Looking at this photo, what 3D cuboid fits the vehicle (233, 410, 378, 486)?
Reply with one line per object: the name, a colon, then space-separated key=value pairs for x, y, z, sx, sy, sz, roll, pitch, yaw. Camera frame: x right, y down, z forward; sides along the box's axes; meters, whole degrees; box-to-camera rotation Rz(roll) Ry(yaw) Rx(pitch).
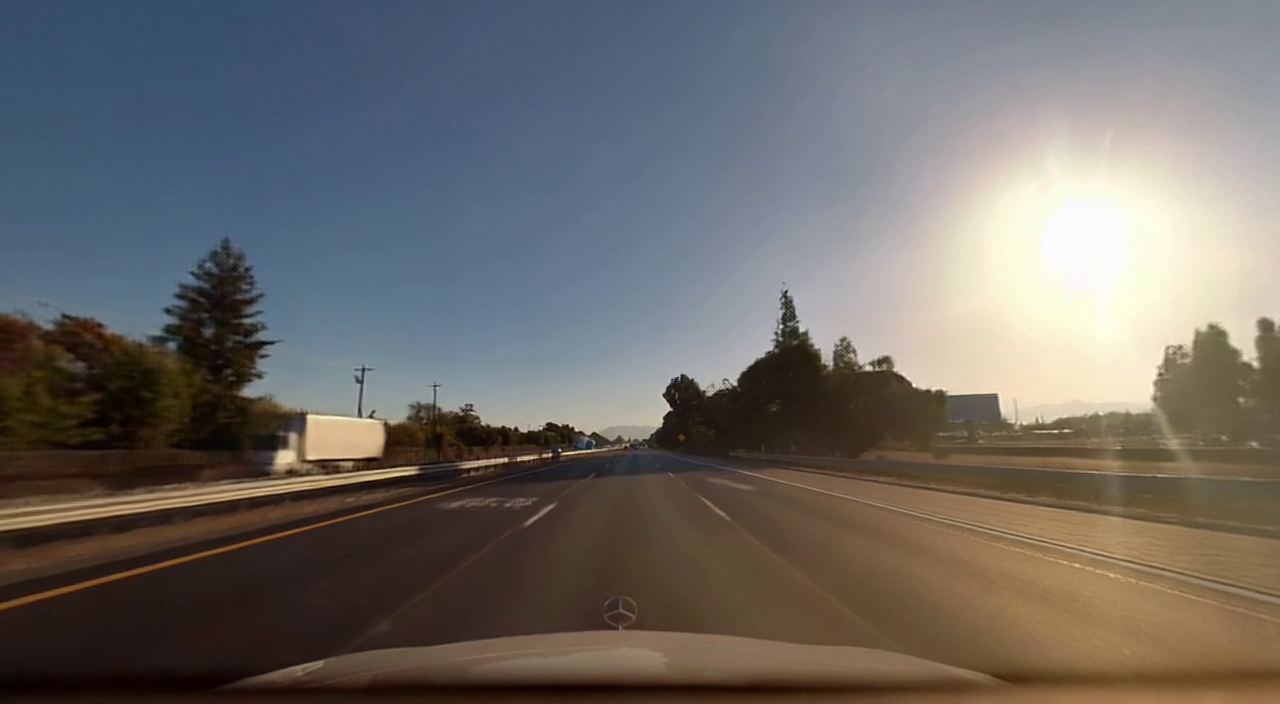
vehicle: x=-20.424 y=6.034 z=39.525 sx=3.062 sy=4.064 sz=11.124 roll=0 pitch=-9 yaw=-1
